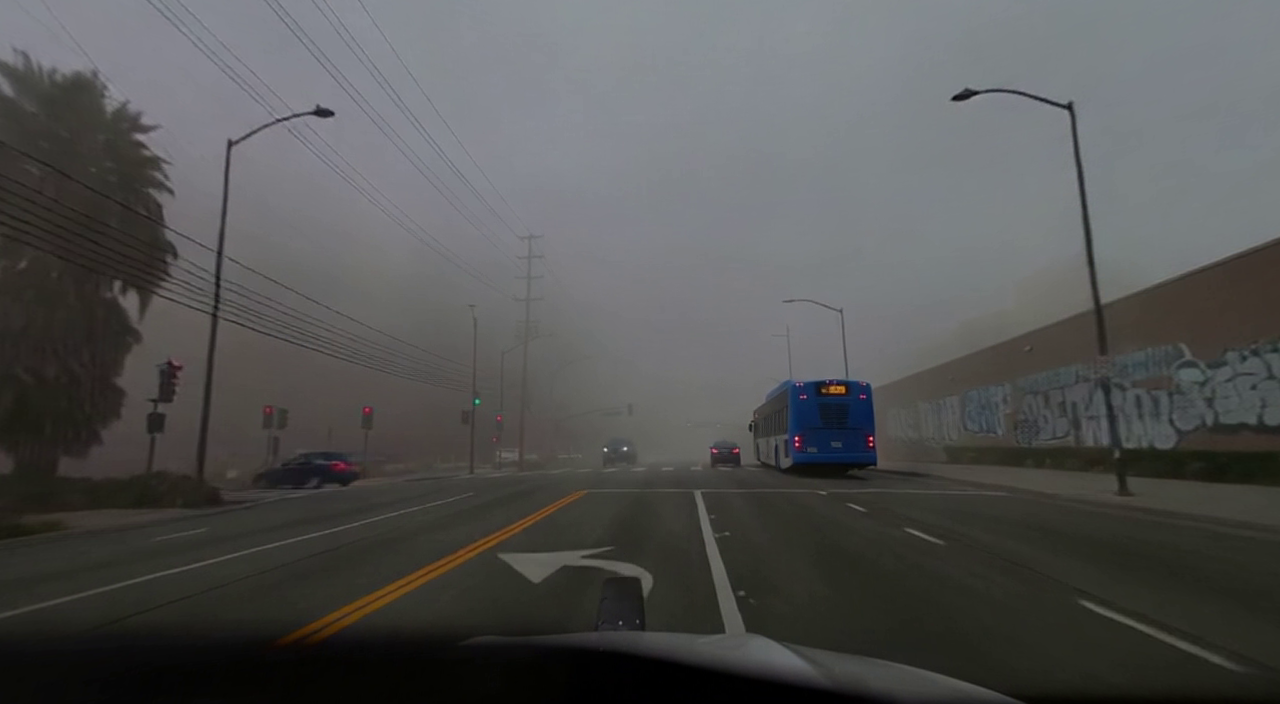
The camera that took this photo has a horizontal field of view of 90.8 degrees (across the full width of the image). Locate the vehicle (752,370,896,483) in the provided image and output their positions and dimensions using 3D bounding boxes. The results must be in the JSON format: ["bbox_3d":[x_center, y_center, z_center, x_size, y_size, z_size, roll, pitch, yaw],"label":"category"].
[{"bbox_3d":[6.772,3.214,25.820,3.045,3.447,12.604,-1,-8,5],"label":"vehicle"}]

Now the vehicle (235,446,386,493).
[{"bbox_3d":[-11.759,4.175,22.681,4.420,1.544,2.018,-2,-9,11],"label":"vehicle"}]

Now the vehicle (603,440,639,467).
[{"bbox_3d":[-1.271,7.100,44.339,2.015,1.818,4.061,-1,-8,6],"label":"vehicle"}]

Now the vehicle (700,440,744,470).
[{"bbox_3d":[4.267,5.393,33.322,1.961,1.470,4.196,-1,-8,3],"label":"vehicle"}]
